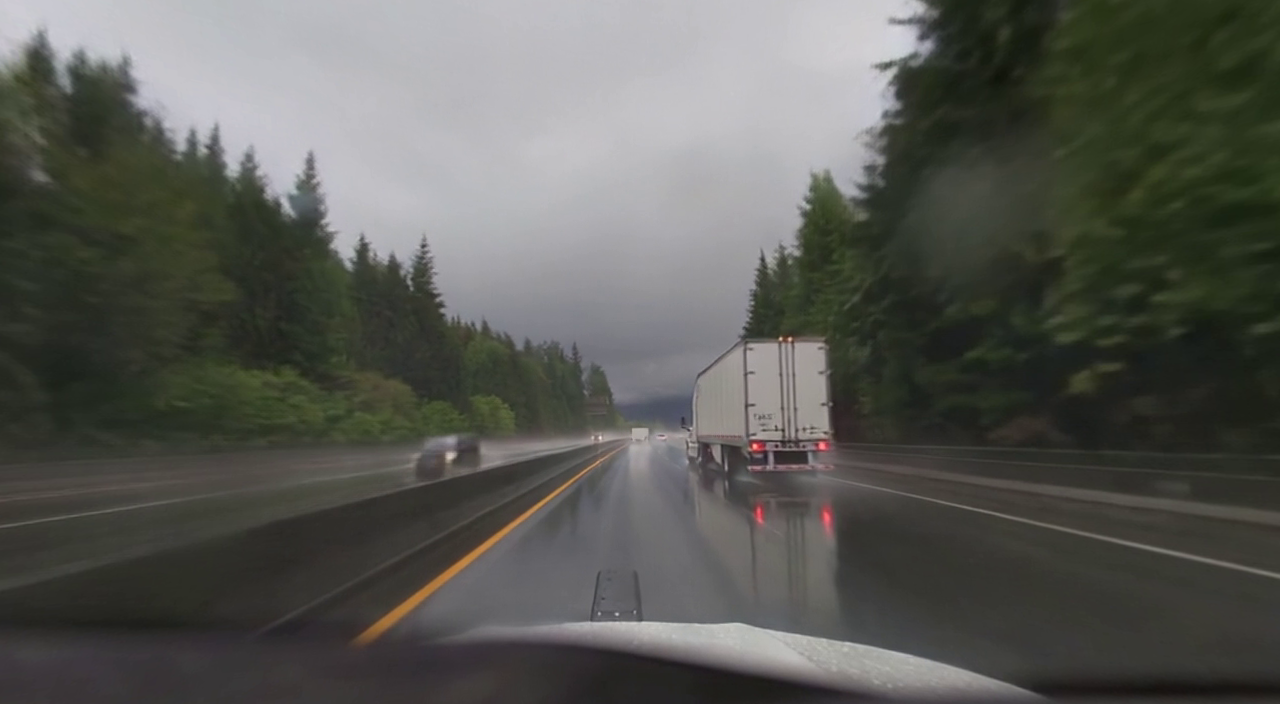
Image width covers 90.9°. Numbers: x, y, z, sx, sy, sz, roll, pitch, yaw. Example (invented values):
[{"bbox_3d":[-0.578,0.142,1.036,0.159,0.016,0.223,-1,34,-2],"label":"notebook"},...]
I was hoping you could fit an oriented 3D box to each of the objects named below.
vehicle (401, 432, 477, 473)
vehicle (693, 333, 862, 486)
[{"bbox_3d":[-8.943,4.482,28.455,1.997,1.668,4.492,0,-8,0],"label":"vehicle"},{"bbox_3d":[4.172,2.396,23.528,2.951,4.007,13.976,0,-7,-1],"label":"vehicle"}]
